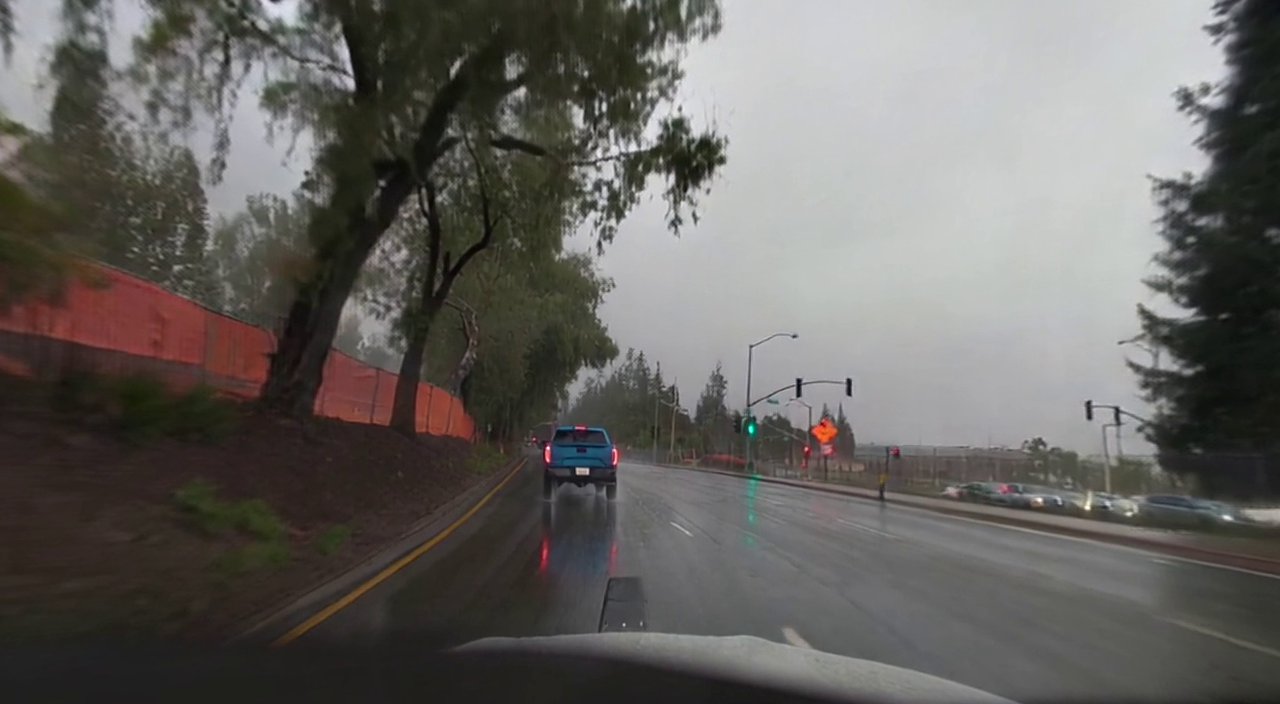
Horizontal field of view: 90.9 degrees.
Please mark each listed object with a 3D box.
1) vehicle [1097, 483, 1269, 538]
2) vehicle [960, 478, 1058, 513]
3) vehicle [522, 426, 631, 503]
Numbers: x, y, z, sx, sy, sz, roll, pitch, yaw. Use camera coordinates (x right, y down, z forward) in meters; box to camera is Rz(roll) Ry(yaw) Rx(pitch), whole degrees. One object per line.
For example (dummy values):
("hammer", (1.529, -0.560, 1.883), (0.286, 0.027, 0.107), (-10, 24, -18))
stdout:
("vehicle", (19.554, 5.710, 23.054), (1.884, 1.622, 4.485), (3, -10, -9))
("vehicle", (18.460, 7.170, 31.804), (1.808, 1.467, 4.360), (3, -10, -10))
("vehicle", (-1.617, 2.921, 16.877), (2.436, 1.698, 5.322), (0, -8, -4))
